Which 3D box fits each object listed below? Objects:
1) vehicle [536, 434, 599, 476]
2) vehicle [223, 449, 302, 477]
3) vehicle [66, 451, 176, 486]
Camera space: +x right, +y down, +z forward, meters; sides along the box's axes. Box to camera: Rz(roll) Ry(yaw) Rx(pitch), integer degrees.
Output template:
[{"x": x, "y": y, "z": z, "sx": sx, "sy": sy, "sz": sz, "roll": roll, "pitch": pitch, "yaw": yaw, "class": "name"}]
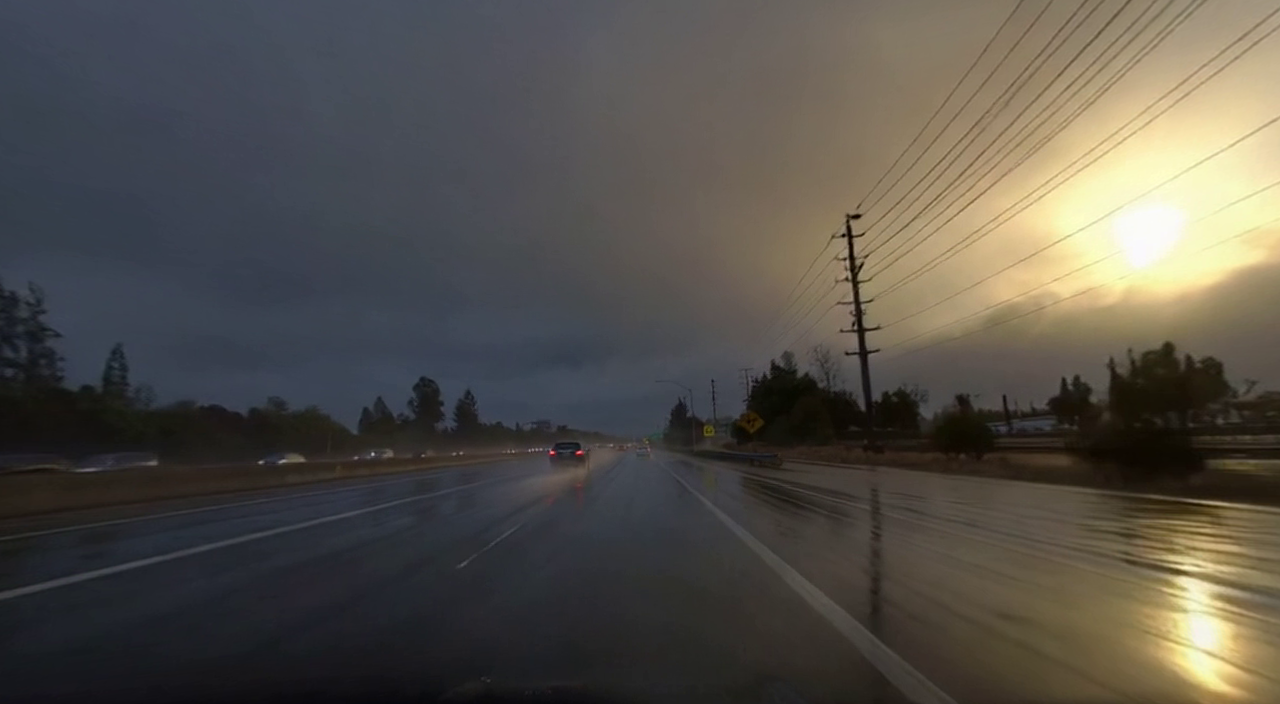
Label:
[{"x": -3.636, "y": 5.315, "z": 32.689, "sx": 2.577, "sy": 1.939, "sz": 5.408, "roll": 0, "pitch": -9, "yaw": 1, "class": "vehicle"}, {"x": -24.542, "y": 7.226, "z": 41.204, "sx": 2.018, "sy": 1.724, "sz": 4.942, "roll": 0, "pitch": -9, "yaw": 1, "class": "vehicle"}, {"x": -28.781, "y": 6.433, "z": 35.168, "sx": 1.973, "sy": 1.811, "sz": 4.881, "roll": 0, "pitch": -9, "yaw": 0, "class": "vehicle"}]
